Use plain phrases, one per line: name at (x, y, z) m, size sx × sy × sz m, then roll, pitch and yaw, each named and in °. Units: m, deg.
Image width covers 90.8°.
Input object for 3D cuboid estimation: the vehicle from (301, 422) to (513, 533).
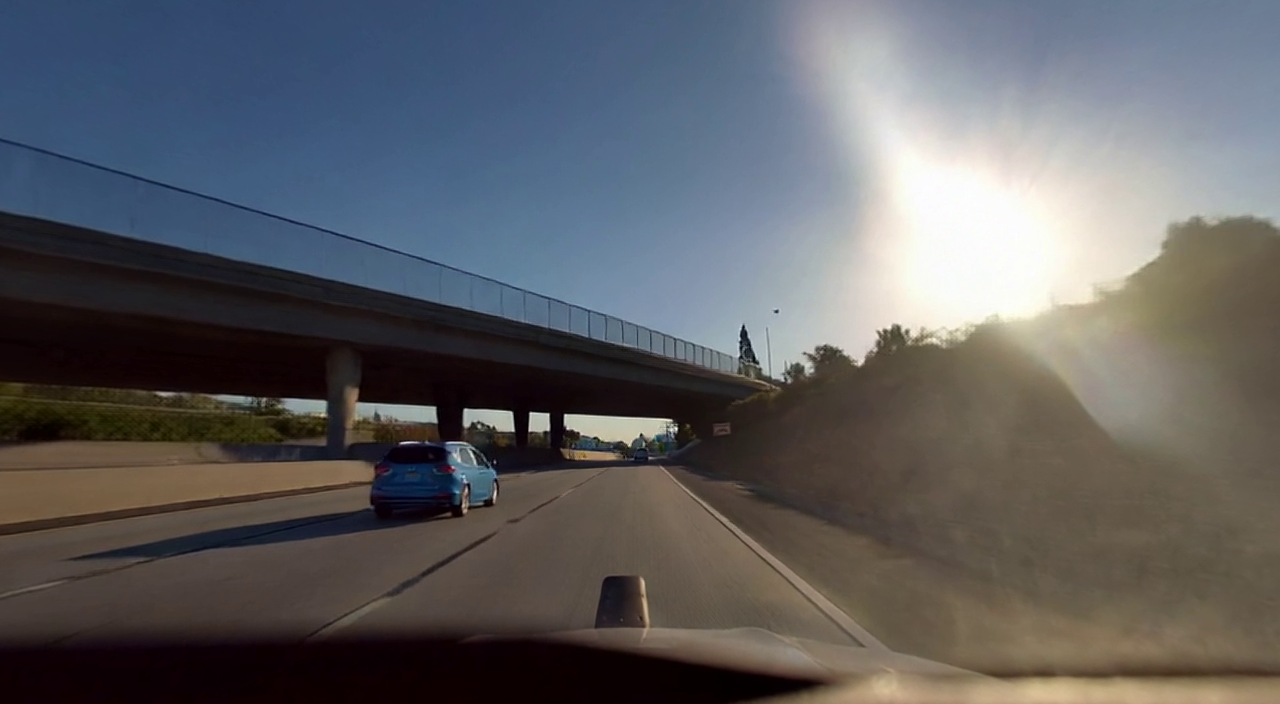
vehicle at (-4.236, 2.396, 12.666) m, size 2.272 × 1.759 × 5.058 m, roll 0°, pitch -9°, yaw 1°
